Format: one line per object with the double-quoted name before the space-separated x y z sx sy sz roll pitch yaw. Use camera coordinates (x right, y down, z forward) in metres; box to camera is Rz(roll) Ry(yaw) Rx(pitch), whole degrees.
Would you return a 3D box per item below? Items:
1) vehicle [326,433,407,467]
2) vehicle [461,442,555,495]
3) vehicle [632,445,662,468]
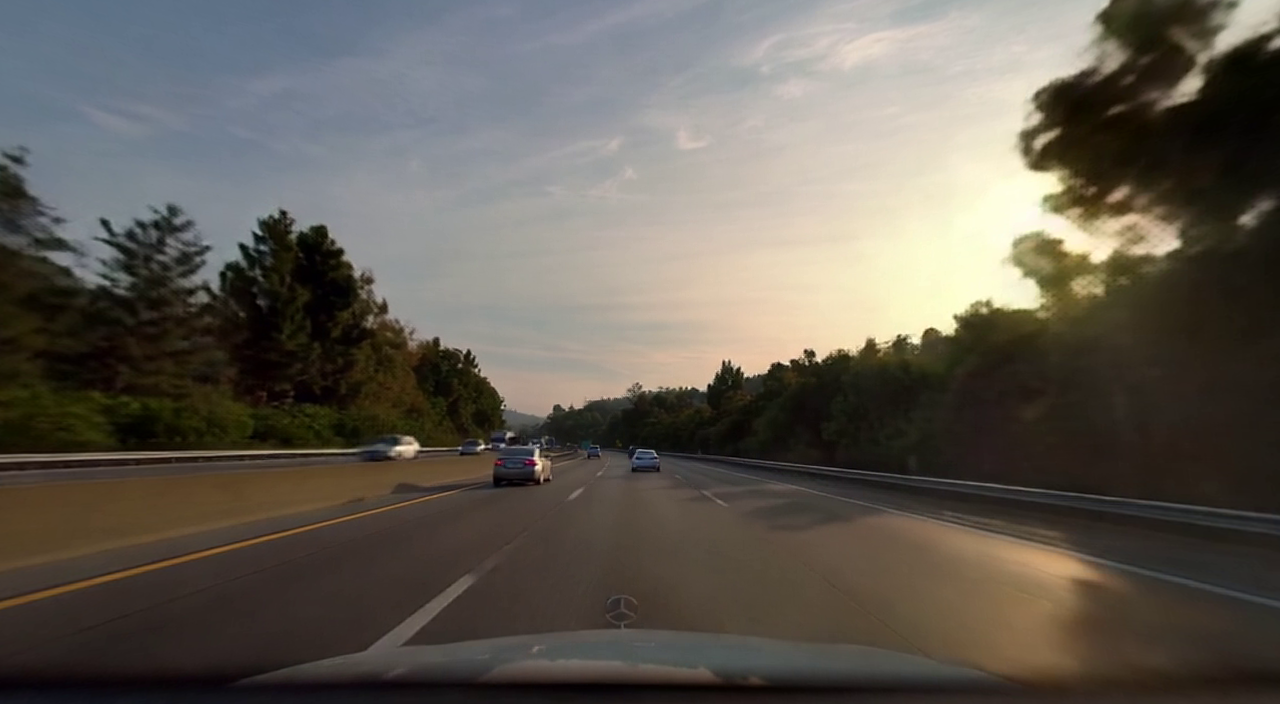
"vehicle" -13.094 4.720 30.574 1.932 1.497 4.570 0 -9 -1
"vehicle" -4.079 3.661 20.266 2.054 1.500 4.469 0 -9 0
"vehicle" 0.477 7.435 45.003 2.008 1.499 3.192 0 -9 -2
